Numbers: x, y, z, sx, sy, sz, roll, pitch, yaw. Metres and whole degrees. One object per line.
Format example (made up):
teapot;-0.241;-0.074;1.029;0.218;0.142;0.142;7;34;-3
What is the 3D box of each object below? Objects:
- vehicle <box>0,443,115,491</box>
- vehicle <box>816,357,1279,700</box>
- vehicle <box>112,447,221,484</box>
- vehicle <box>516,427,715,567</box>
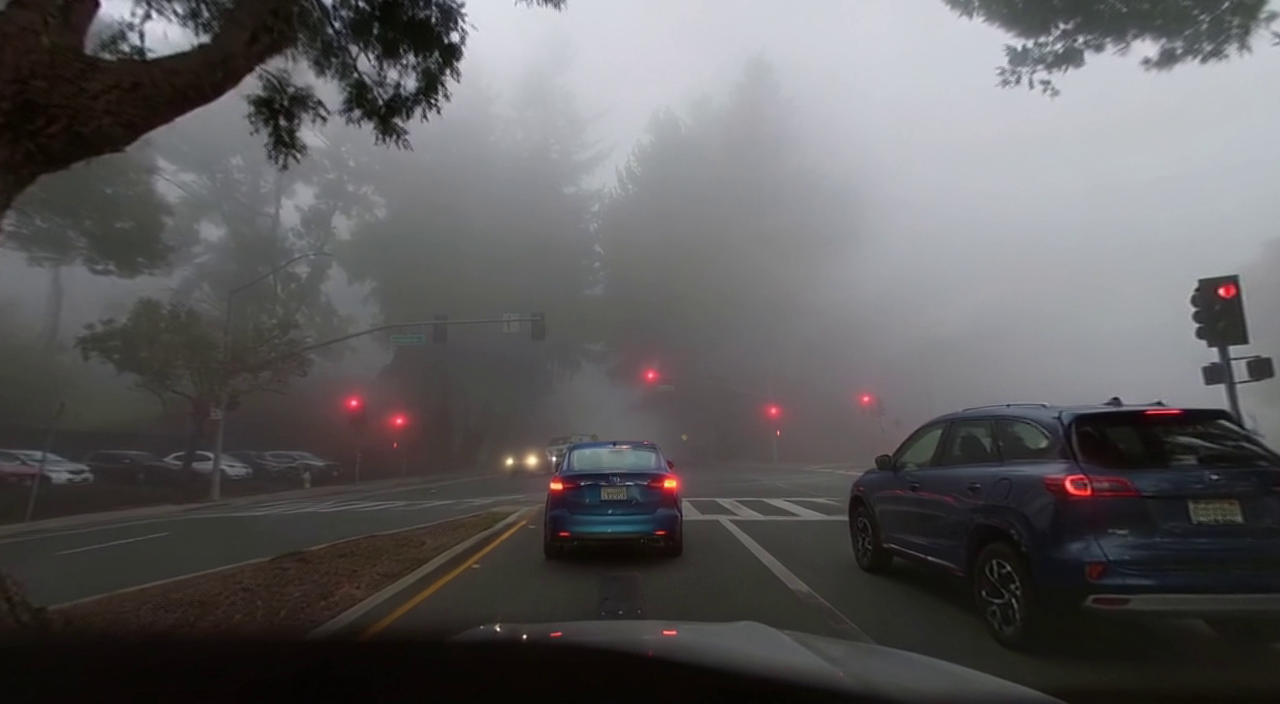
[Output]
vehicle;-28.454;5.379;29.850;5.119;2.119;2.199;5;-10;-31
vehicle;3.197;1.226;5.518;2.046;1.768;4.370;0;-9;0
vehicle;-28.581;6.825;38.388;4.943;2.110;2.217;5;-10;-32
vehicle;-0.302;1.951;9.364;2.177;1.512;4.682;0;-8;-1
